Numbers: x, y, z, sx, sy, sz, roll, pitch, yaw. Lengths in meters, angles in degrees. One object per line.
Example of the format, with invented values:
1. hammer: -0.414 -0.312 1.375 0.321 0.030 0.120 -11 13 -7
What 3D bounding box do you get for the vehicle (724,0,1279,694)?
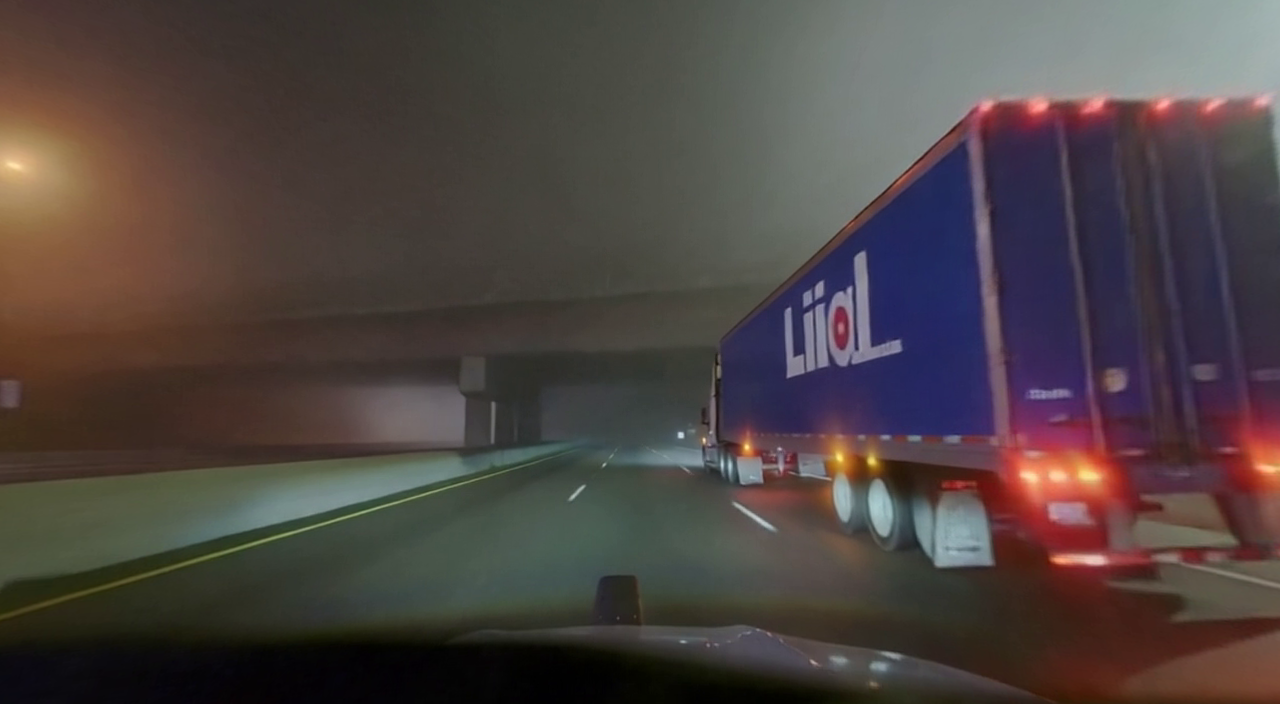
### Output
1. vehicle: 4.098 0.577 10.665 3.034 4.194 14.704 0 -8 -1
